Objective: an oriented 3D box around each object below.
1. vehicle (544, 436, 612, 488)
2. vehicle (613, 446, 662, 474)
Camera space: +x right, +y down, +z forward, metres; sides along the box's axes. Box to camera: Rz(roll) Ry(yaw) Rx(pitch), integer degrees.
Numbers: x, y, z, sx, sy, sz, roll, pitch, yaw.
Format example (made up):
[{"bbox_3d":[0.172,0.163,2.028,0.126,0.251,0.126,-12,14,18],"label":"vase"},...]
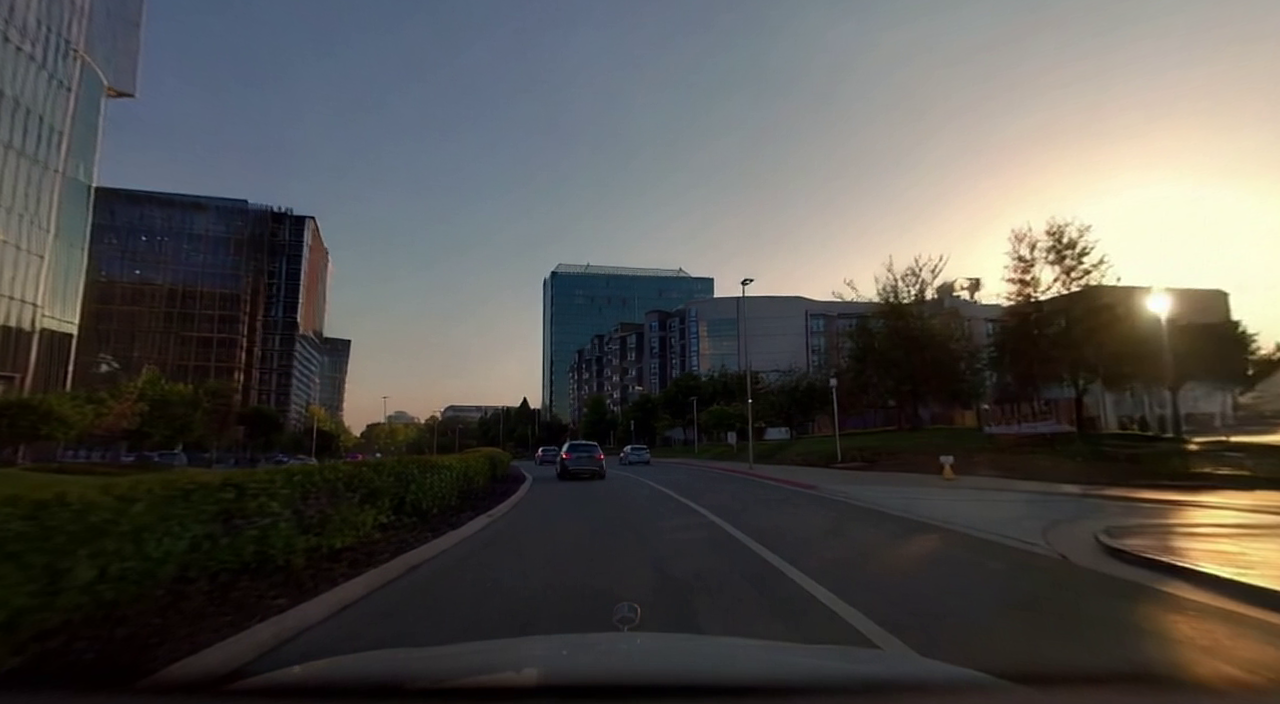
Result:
[{"bbox_3d":[-2.419,4.074,23.646,2.173,1.761,4.374,2,-9,-10],"label":"vehicle"},{"bbox_3d":[-0.222,6.220,36.618,2.116,1.506,4.355,2,-9,-9],"label":"vehicle"}]
